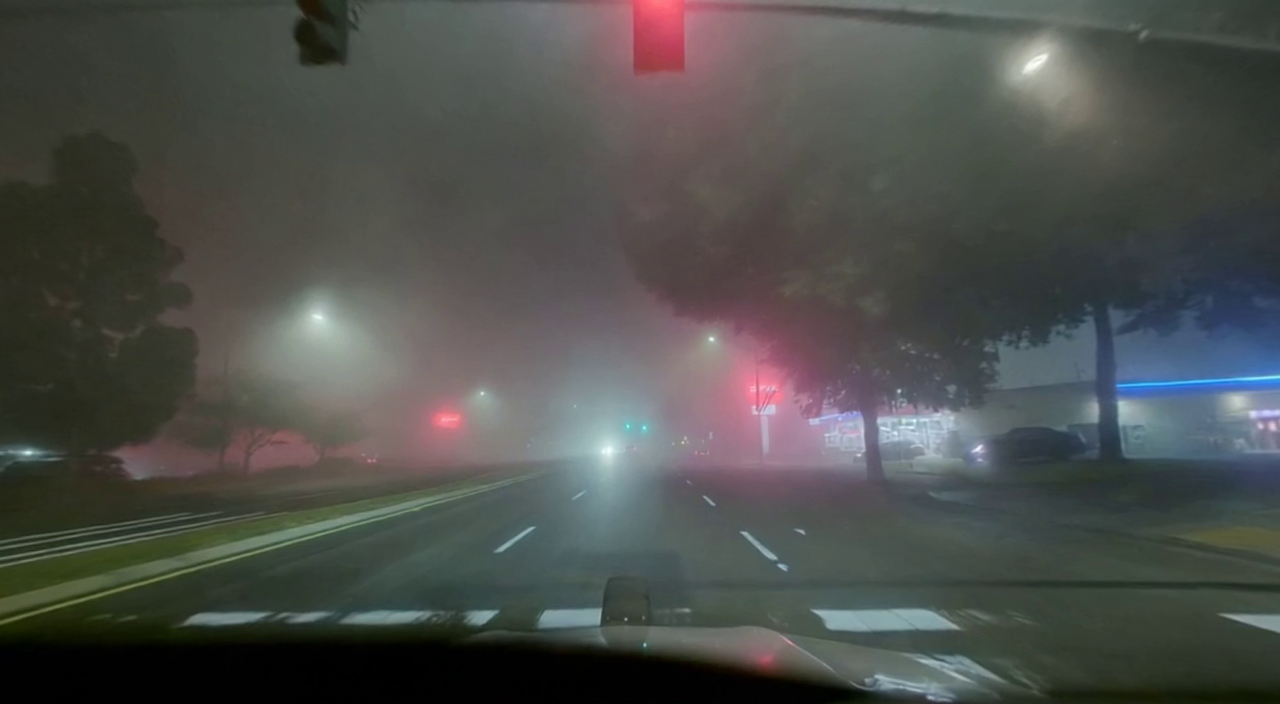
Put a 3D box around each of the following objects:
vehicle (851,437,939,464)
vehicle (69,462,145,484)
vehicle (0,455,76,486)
[{"bbox_3d":[15.426,5.952,38.262,4.510,1.517,2.035,1,-9,-12],"label":"vehicle"},{"bbox_3d":[-39.160,8.888,46.421,1.784,1.385,4.365,0,-8,0],"label":"vehicle"},{"bbox_3d":[-44.876,8.700,46.544,1.967,1.945,4.695,-4,-8,2],"label":"vehicle"}]
